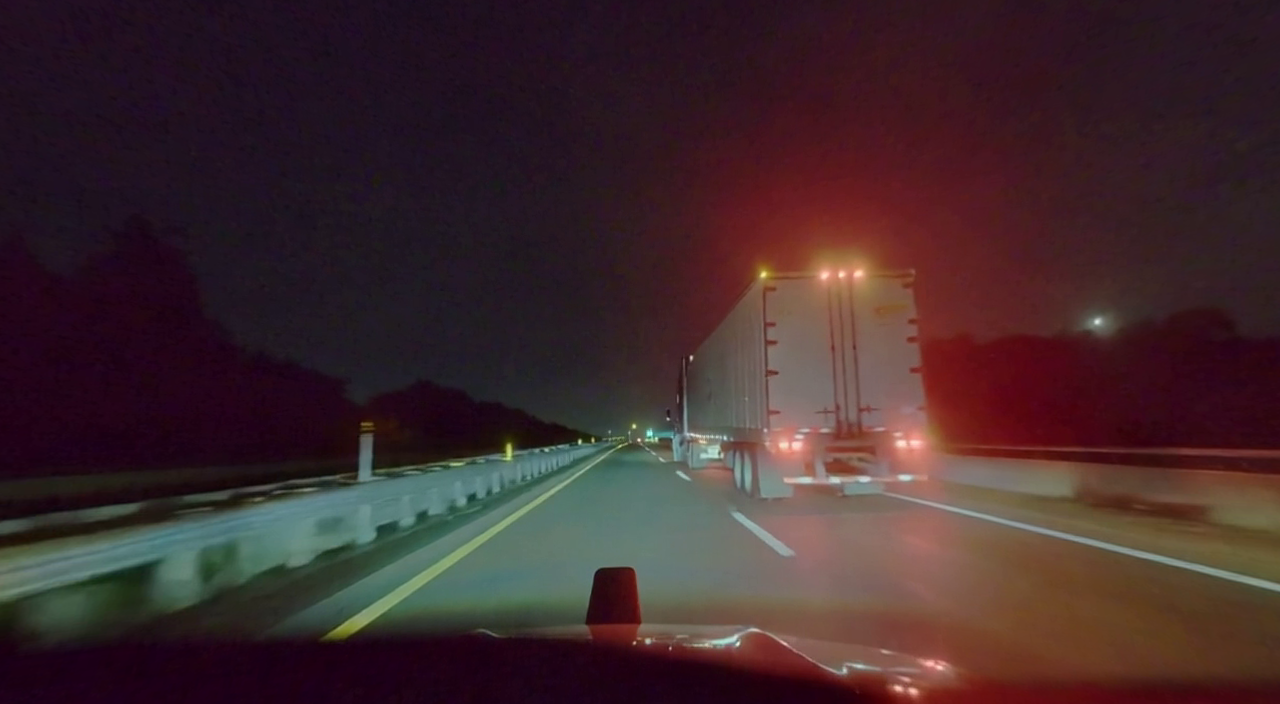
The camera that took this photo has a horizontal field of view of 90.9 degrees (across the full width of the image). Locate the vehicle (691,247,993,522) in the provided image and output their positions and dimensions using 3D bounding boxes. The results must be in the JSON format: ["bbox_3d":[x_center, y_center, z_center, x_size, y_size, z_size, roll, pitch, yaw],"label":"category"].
[{"bbox_3d":[3.456,1.329,16.009,2.924,4.024,13.639,0,-8,-1],"label":"vehicle"}]
